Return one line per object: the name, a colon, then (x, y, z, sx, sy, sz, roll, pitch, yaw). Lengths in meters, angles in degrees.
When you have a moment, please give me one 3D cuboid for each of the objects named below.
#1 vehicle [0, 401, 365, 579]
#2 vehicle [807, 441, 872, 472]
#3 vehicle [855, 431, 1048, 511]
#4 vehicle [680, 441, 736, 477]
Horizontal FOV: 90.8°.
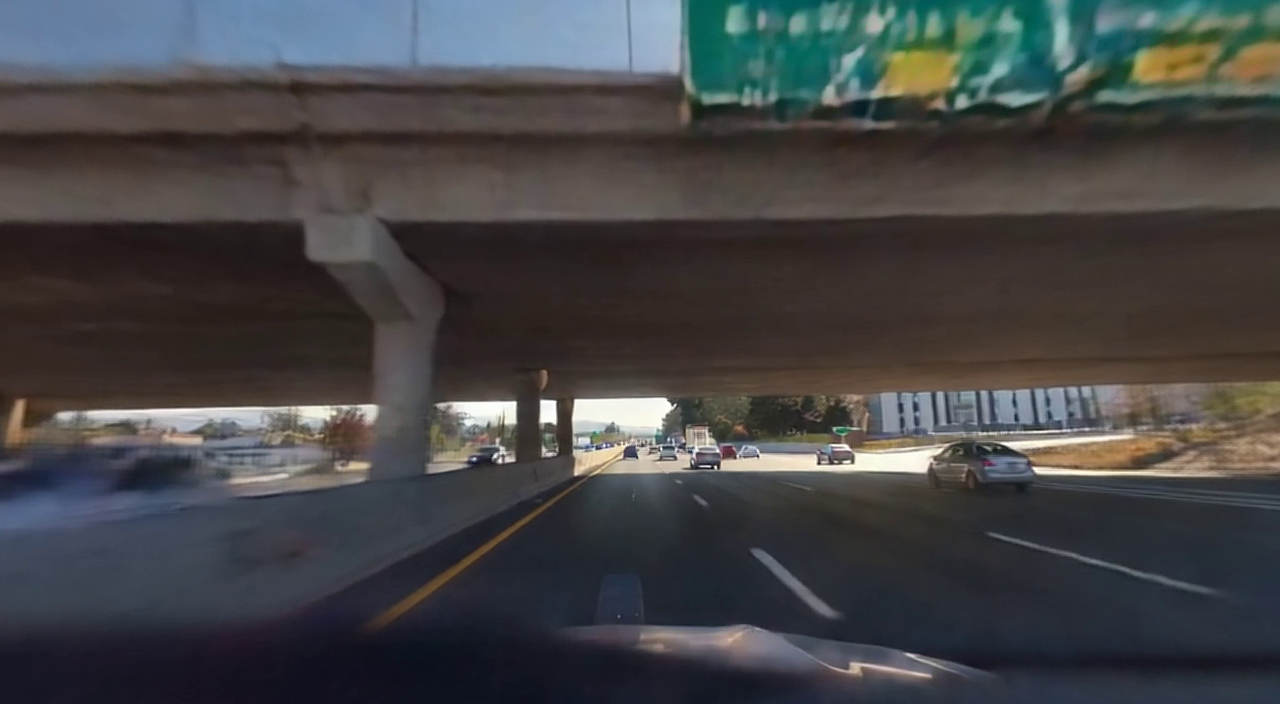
vehicle: (-6.469, 1.847, 9.402, 2.218, 1.829, 5.584, 0, -8, 0)
vehicle: (10.006, 5.255, 31.955, 1.838, 1.440, 4.121, 0, -8, -1)
vehicle: (6.649, 2.581, 14.210, 1.952, 1.489, 4.483, 0, -8, -1)
vehicle: (3.057, 4.937, 29.354, 1.993, 1.507, 4.594, 0, -8, -2)
